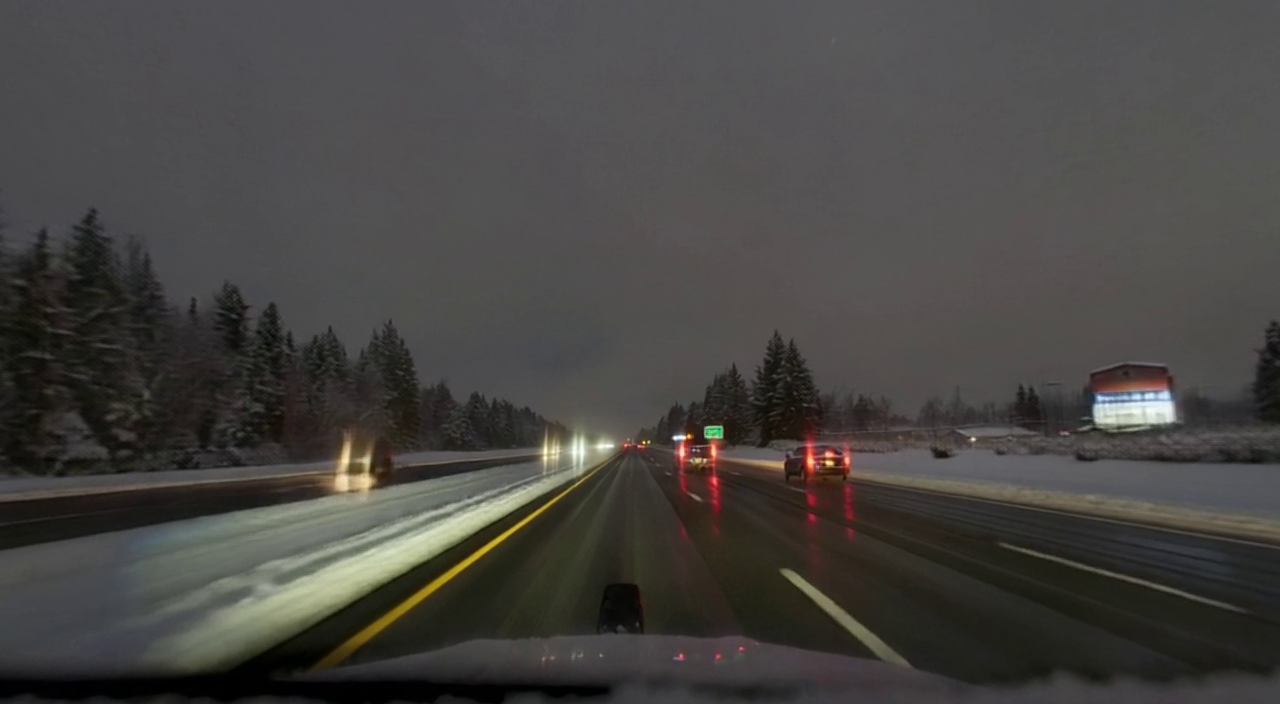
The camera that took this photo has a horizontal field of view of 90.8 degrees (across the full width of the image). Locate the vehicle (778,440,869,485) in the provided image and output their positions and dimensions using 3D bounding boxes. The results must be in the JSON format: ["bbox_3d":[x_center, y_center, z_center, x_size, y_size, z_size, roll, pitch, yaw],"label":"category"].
[{"bbox_3d":[6.572,3.998,23.166,2.009,1.456,4.097,0,-9,-2],"label":"vehicle"}]

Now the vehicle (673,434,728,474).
[{"bbox_3d":[2.938,5.103,31.872,2.258,1.824,4.908,0,-9,-1],"label":"vehicle"}]

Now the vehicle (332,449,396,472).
[{"bbox_3d":[-18.152,7.143,41.757,2.078,1.342,4.590,0,-8,1],"label":"vehicle"}]
